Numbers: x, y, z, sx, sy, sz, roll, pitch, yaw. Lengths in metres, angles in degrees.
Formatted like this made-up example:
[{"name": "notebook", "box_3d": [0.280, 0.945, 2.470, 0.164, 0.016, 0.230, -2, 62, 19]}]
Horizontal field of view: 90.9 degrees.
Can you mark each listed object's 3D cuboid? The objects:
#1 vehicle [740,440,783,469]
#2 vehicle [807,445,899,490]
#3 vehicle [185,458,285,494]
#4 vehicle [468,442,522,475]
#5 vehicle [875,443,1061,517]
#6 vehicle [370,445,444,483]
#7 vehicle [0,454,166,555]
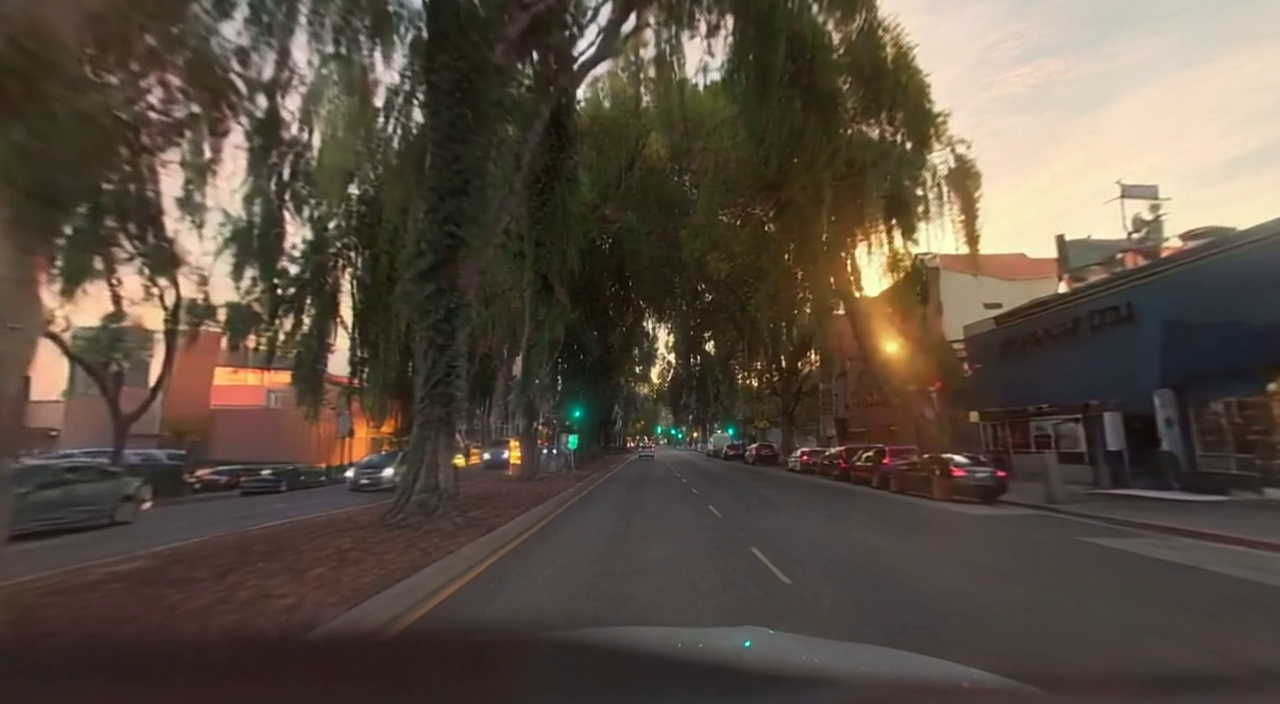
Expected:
[{"name": "vehicle", "box_3d": [7.762, 6.572, 40.655, 1.891, 1.711, 4.173, 0, -8, -1]}, {"name": "vehicle", "box_3d": [7.532, 4.083, 22.783, 1.881, 1.443, 4.576, 0, -8, 2]}, {"name": "vehicle", "box_3d": [-19.782, 6.048, 30.928, 3.665, 1.559, 1.782, 2, -9, -16]}, {"name": "vehicle", "box_3d": [-8.285, 6.095, 36.379, 1.977, 1.714, 4.467, 0, -8, 1]}, {"name": "vehicle", "box_3d": [7.298, 2.848, 14.671, 1.874, 1.438, 4.466, 0, -8, -1]}, {"name": "vehicle", "box_3d": [-11.540, 5.546, 31.562, 1.910, 1.705, 4.399, 0, -8, 1]}, {"name": "vehicle", "box_3d": [-10.768, 2.517, 10.642, 1.890, 1.482, 4.411, -1, -8, 4]}]
